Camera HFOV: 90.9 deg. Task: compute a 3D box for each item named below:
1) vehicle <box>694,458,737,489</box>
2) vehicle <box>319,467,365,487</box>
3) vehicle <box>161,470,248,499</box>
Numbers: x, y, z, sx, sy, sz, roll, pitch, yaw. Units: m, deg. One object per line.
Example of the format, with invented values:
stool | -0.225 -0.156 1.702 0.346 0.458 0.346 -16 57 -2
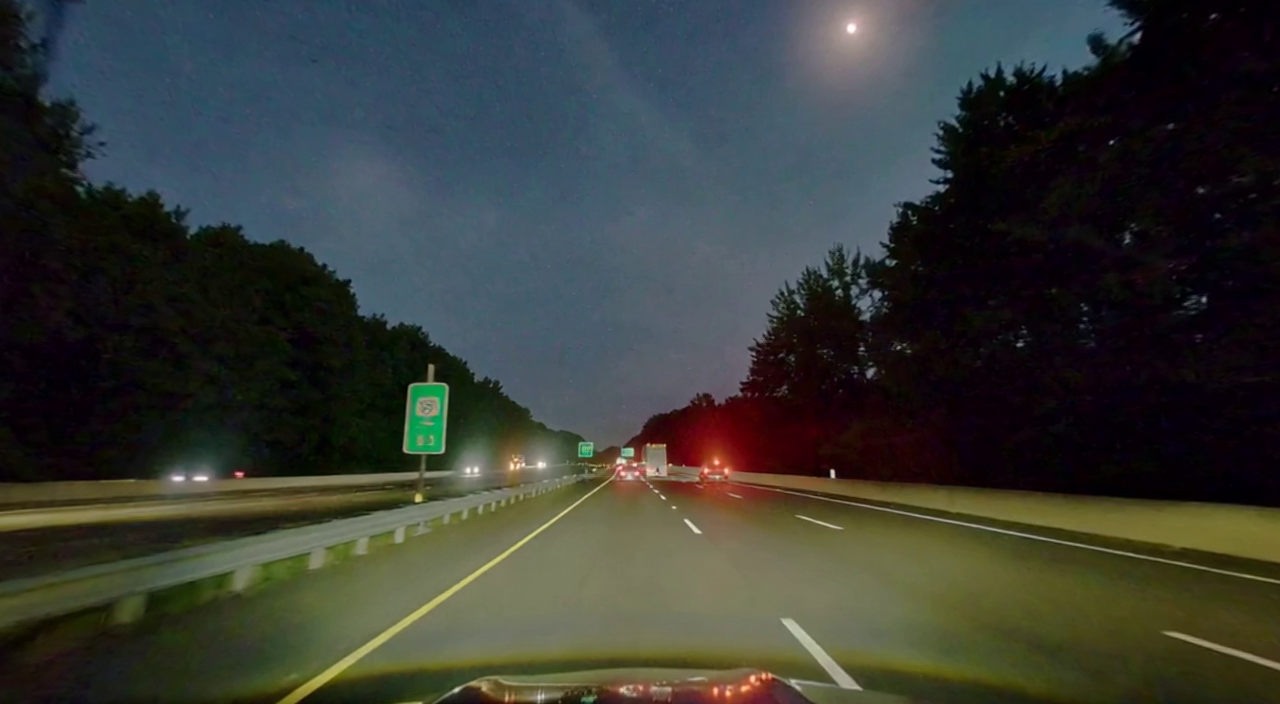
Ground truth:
vehicle | 4.611 7.486 38.912 1.998 1.776 4.663 1 -10 -1
vehicle | -23.087 9.676 48.922 1.727 1.421 3.652 1 -10 0
vehicle | -23.638 7.180 34.402 1.751 1.395 4.139 1 -10 0
